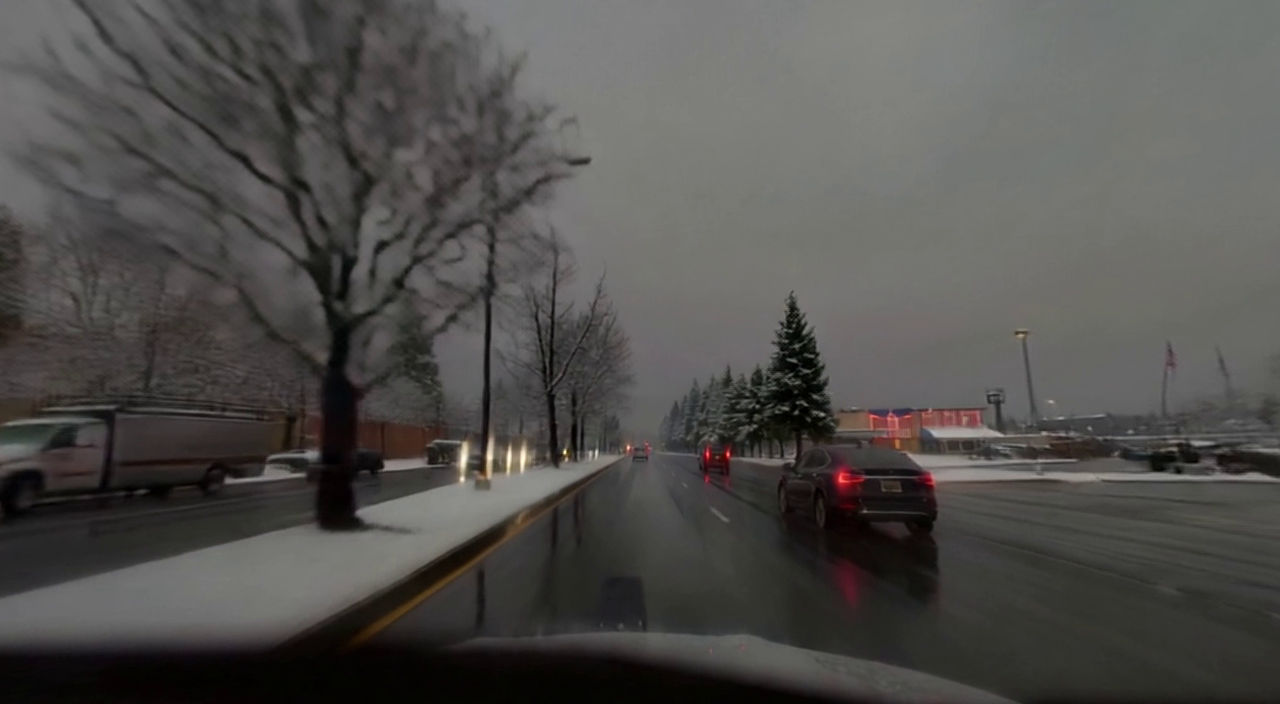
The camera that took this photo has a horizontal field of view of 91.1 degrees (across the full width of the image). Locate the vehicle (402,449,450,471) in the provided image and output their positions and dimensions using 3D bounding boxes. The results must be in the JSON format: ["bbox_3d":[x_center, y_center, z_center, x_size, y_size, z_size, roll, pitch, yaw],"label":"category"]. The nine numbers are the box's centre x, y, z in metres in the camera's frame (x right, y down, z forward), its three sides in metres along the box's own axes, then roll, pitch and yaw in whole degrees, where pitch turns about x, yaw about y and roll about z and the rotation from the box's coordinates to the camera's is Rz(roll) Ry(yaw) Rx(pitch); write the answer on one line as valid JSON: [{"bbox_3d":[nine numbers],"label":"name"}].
[{"bbox_3d":[-15.311,7.750,45.199,1.862,1.460,4.677,0,-9,-1],"label":"vehicle"}]

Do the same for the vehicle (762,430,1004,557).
[{"bbox_3d":[3.335,2.022,9.733,1.935,1.501,4.384,0,-9,-1],"label":"vehicle"}]

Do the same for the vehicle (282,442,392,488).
[{"bbox_3d":[-11.993,4.491,25.277,2.018,1.639,4.764,0,-9,1],"label":"vehicle"}]

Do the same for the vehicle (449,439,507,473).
[{"bbox_3d":[-9.092,5.885,35.692,1.953,1.753,4.843,0,-9,0],"label":"vehicle"}]

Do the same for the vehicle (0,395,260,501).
[{"bbox_3d":[-18.338,3.573,22.892,3.043,2.916,9.736,-4,-9,-1],"label":"vehicle"}]
